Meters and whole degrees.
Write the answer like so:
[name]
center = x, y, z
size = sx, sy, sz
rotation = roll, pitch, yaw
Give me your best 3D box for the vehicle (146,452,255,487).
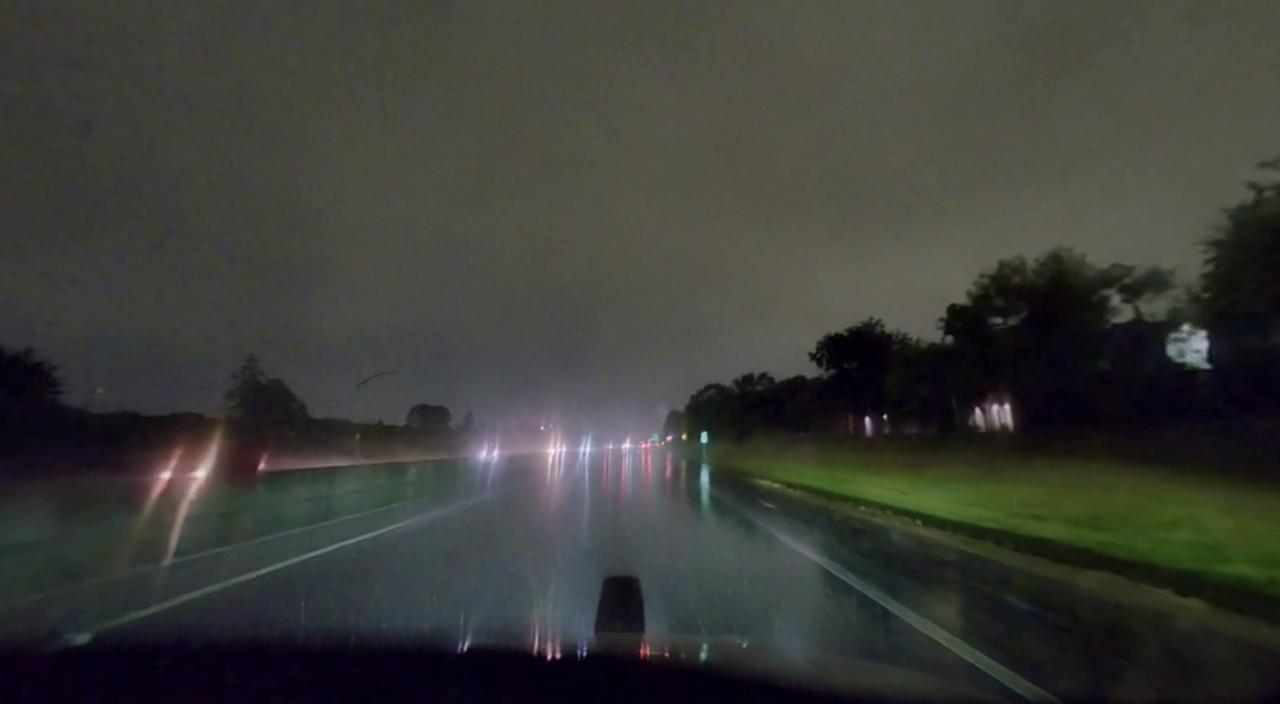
[vehicle]
center = -23.225, 6.195, 33.555
size = 1.971, 1.668, 5.118
rotation = 0, -9, 2
